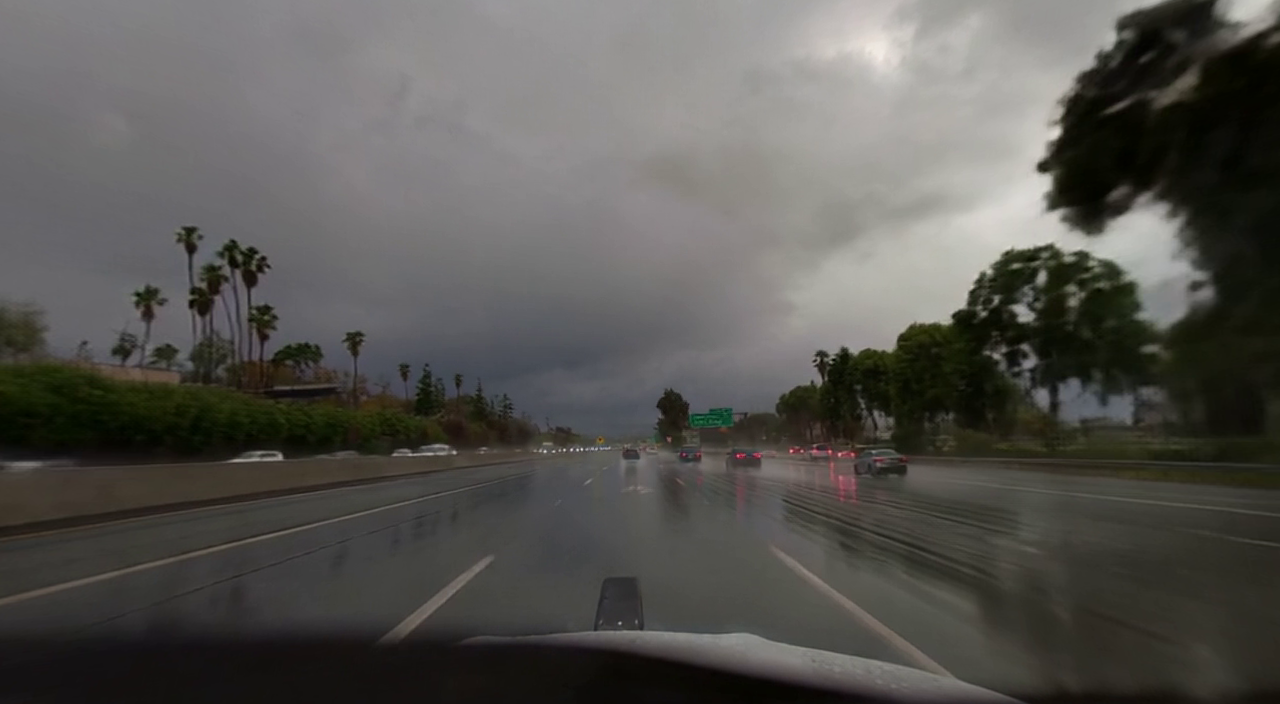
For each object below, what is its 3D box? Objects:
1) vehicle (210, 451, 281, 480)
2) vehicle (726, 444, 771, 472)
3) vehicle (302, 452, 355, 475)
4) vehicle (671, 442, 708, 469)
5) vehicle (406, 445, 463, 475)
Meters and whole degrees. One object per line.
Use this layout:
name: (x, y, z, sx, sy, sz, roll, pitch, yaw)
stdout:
vehicle: (-27.862, 8.004, 44.662, 1.972, 1.874, 4.694, 0, -8, -1)
vehicle: (6.721, 6.582, 39.461, 1.902, 1.623, 4.360, 0, -8, -2)
vehicle: (-23.973, 8.592, 48.627, 1.844, 1.634, 4.487, 0, -8, 0)
vehicle: (3.193, 6.818, 41.556, 2.035, 1.704, 3.867, 0, -8, -2)
vehicle: (-12.804, 6.728, 39.544, 2.032, 1.779, 4.704, 0, -8, 0)
